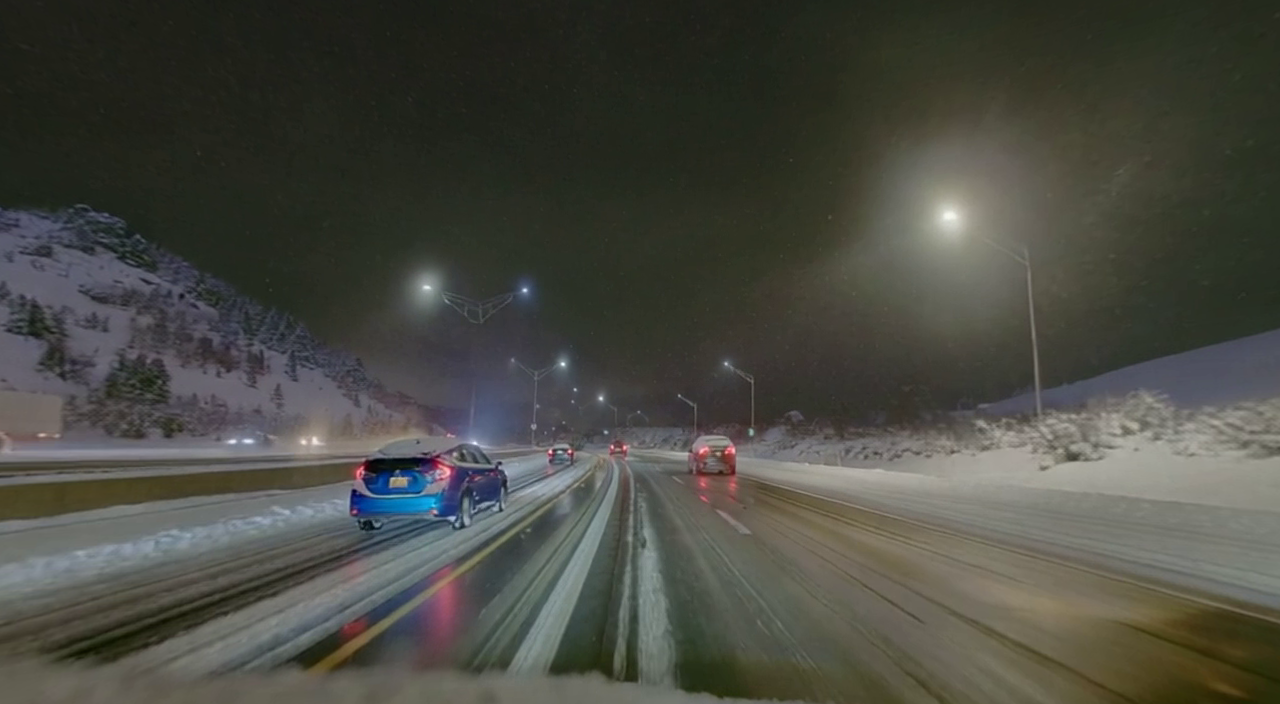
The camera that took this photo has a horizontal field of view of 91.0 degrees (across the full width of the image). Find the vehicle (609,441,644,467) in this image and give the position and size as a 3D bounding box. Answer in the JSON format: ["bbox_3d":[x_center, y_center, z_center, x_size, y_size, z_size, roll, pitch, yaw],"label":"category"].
[{"bbox_3d":[-0.823,6.565,40.653,2.147,1.572,4.094,0,-9,0],"label":"vehicle"}]

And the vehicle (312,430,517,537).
[{"bbox_3d":[-3.674,2.220,11.261,1.993,1.500,4.248,0,-9,1],"label":"vehicle"}]

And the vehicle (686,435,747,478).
[{"bbox_3d":[3.502,4.901,29.714,2.222,1.820,4.733,0,-9,0],"label":"vehicle"}]

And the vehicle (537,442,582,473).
[{"bbox_3d":[-4.077,5.403,32.495,1.796,1.464,3.839,0,-9,0],"label":"vehicle"}]
